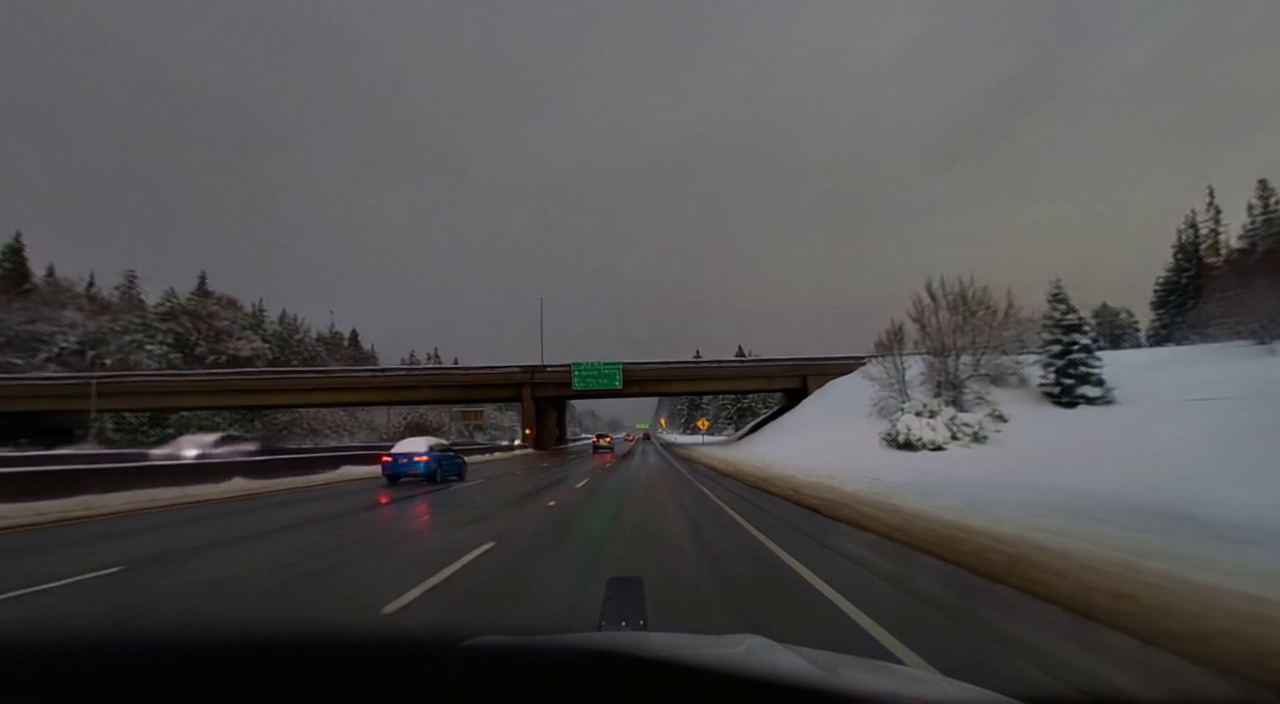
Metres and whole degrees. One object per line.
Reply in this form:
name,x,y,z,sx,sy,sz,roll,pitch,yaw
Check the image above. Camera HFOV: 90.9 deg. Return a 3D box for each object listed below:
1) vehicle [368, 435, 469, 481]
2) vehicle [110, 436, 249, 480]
vehicle,-7.704,3.719,22.383,1.987,1.486,4.174,0,-8,1
vehicle,-17.588,4.057,24.443,1.851,1.529,4.608,0,-8,1
